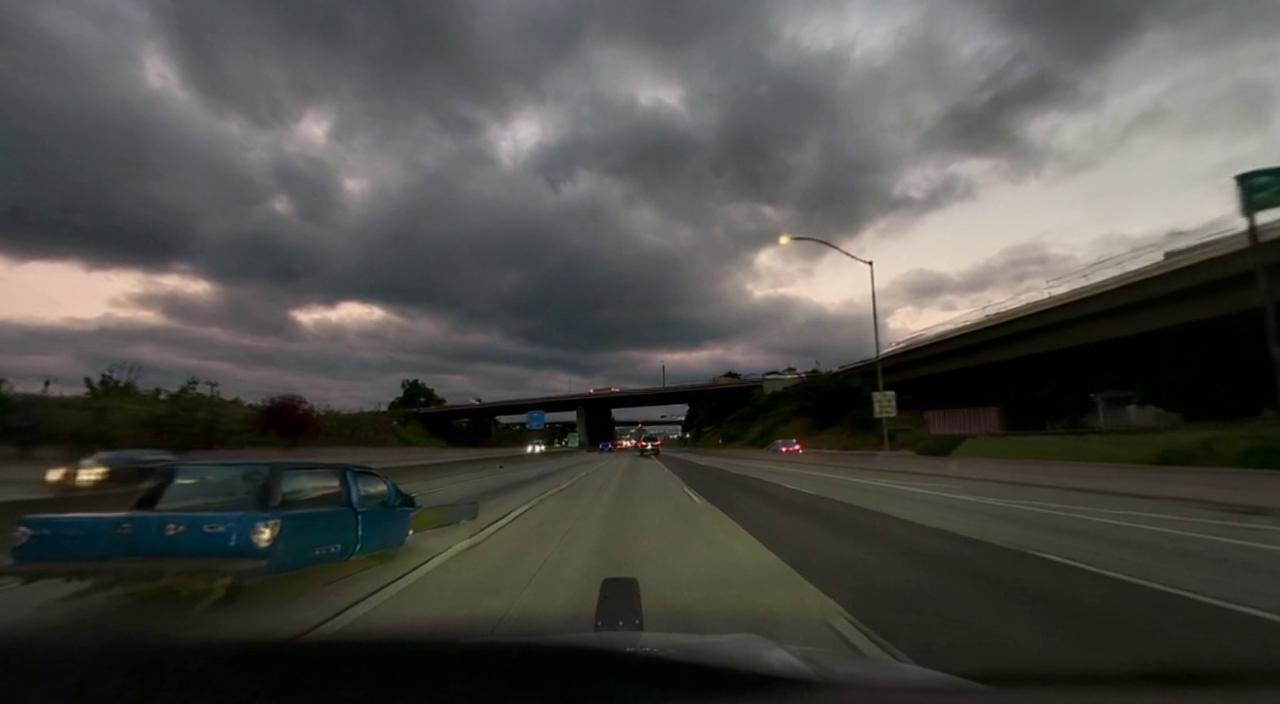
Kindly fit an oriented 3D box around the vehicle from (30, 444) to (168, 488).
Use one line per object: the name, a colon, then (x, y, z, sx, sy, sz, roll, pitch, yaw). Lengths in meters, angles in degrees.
vehicle: (-24.717, 5.160, 29.152, 2.086, 1.815, 4.806, 0, -8, 0)
